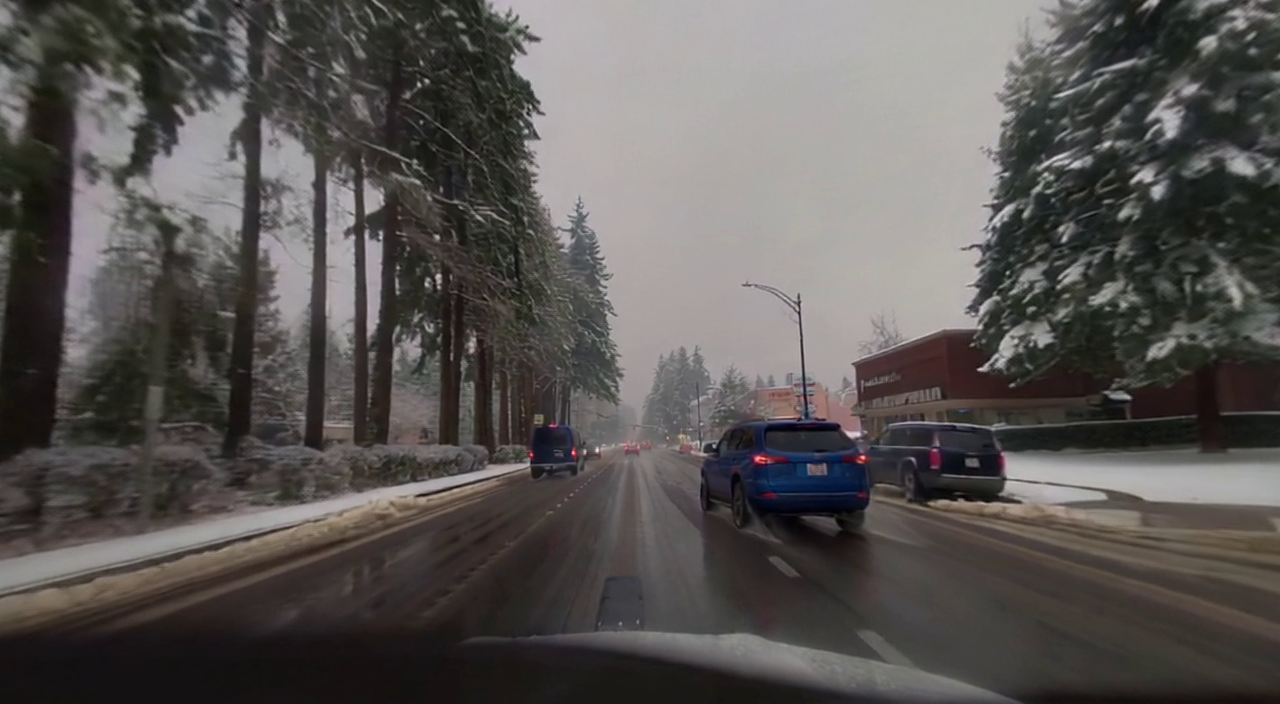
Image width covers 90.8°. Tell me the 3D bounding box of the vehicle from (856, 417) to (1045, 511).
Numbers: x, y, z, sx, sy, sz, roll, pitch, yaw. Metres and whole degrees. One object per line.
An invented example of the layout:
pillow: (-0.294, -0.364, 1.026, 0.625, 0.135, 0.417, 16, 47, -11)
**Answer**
vehicle: (6.875, 2.534, 14.718, 1.945, 1.797, 4.591, 0, -8, -1)

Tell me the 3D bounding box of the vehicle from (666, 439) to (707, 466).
vehicle: (2.724, 6.060, 38.118, 1.953, 1.509, 4.186, 0, -8, -2)

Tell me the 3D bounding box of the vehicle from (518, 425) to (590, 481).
vehicle: (-3.430, 4.183, 26.415, 2.357, 2.063, 5.488, 0, -8, -1)

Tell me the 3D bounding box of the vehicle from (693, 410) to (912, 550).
vehicle: (2.246, 1.923, 10.154, 2.168, 1.725, 4.192, 0, -8, -3)
